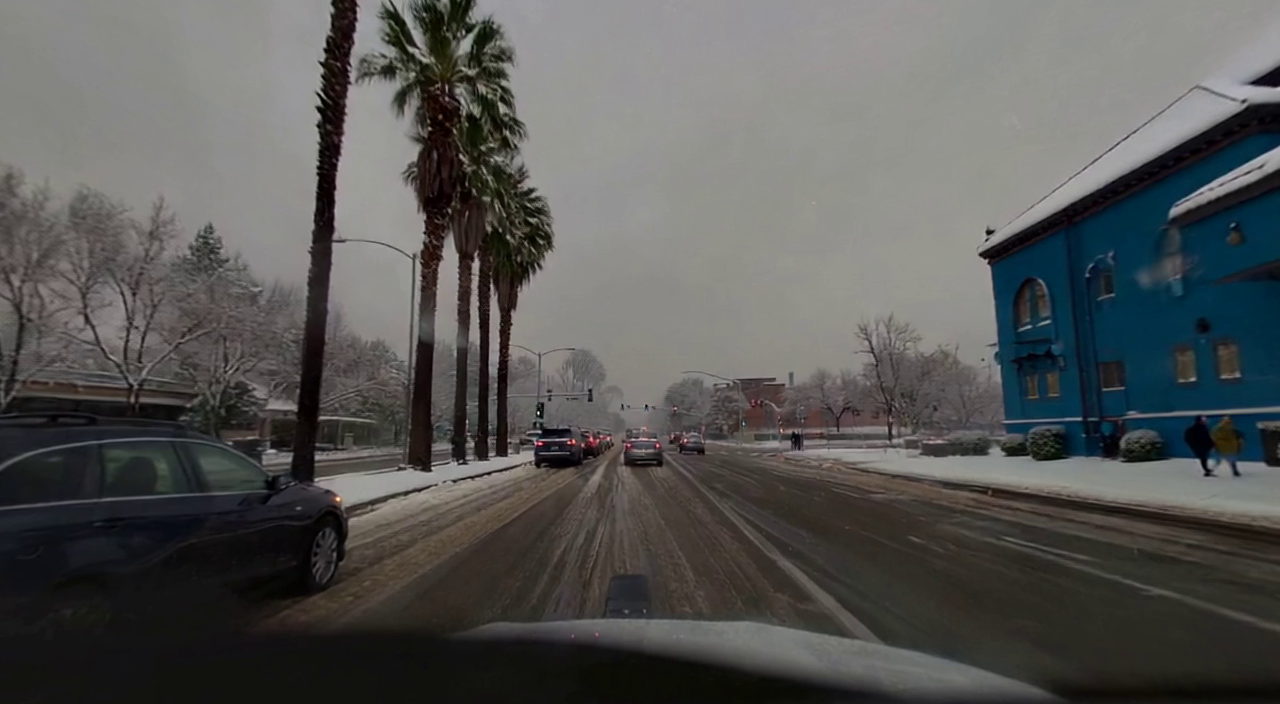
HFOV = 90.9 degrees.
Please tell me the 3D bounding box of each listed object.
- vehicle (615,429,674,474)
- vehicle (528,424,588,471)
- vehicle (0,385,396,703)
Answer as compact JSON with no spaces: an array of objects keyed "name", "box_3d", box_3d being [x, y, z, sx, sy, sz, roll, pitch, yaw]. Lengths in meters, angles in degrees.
[{"name":"vehicle","box_3d":[0.156,3.911,24.953,2.114,1.585,4.285,0,-8,0]},{"name":"vehicle","box_3d":[-3.266,3.920,25.933,1.914,1.741,4.398,0,-8,-1]},{"name":"vehicle","box_3d":[-3.562,1.160,4.342,1.875,1.526,4.542,0,-8,1]}]
